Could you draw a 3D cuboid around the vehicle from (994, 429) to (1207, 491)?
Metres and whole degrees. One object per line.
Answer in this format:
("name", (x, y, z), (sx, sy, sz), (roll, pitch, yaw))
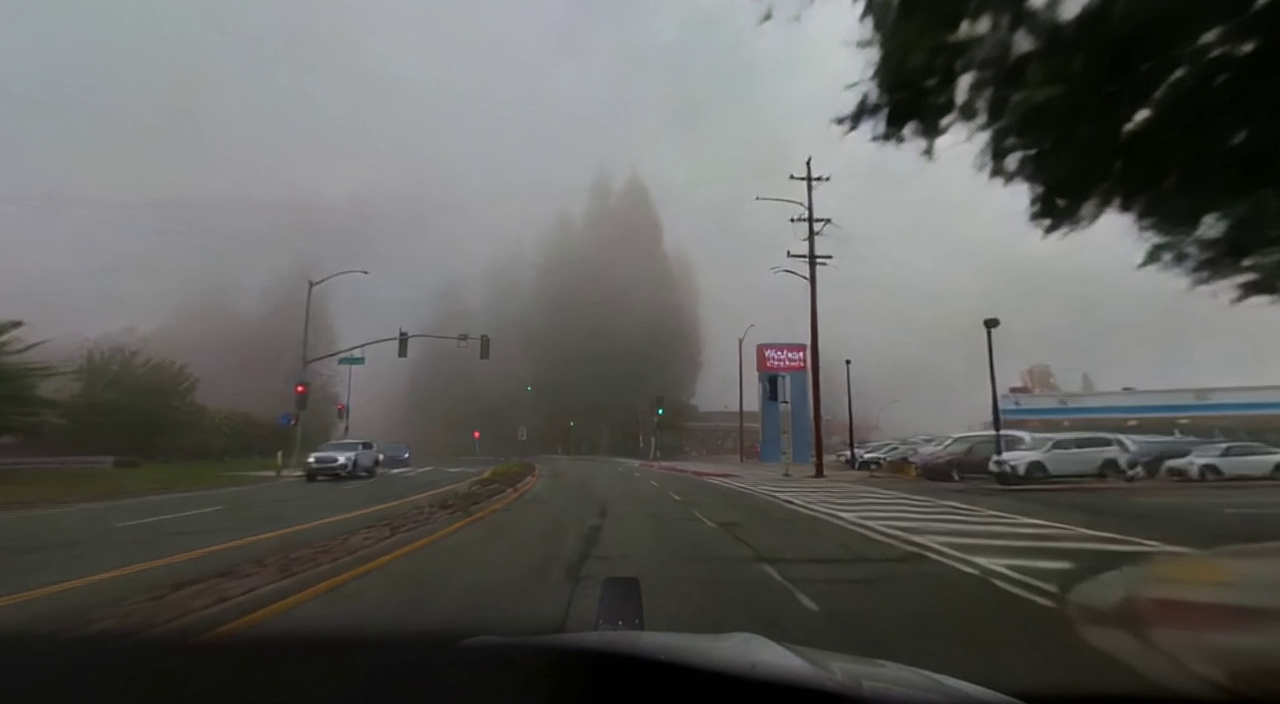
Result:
("vehicle", (14.178, 3.310, 19.720), (4.996, 1.720, 2.027), (0, -5, 2))

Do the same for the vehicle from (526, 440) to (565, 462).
("vehicle", (-6.934, 7.169, 46.163), (2.094, 1.500, 3.682), (3, -8, -19))

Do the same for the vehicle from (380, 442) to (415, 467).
("vehicle", (-16.643, 7.015, 43.492), (1.863, 1.439, 4.351), (1, -7, -17))

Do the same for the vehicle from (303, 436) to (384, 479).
("vehicle", (-12.173, 4.308, 26.234), (1.918, 1.628, 4.011), (1, -8, -8))

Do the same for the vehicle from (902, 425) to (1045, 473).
("vehicle", (13.306, 3.896, 25.453), (4.444, 1.815, 2.239), (0, -8, 1))
